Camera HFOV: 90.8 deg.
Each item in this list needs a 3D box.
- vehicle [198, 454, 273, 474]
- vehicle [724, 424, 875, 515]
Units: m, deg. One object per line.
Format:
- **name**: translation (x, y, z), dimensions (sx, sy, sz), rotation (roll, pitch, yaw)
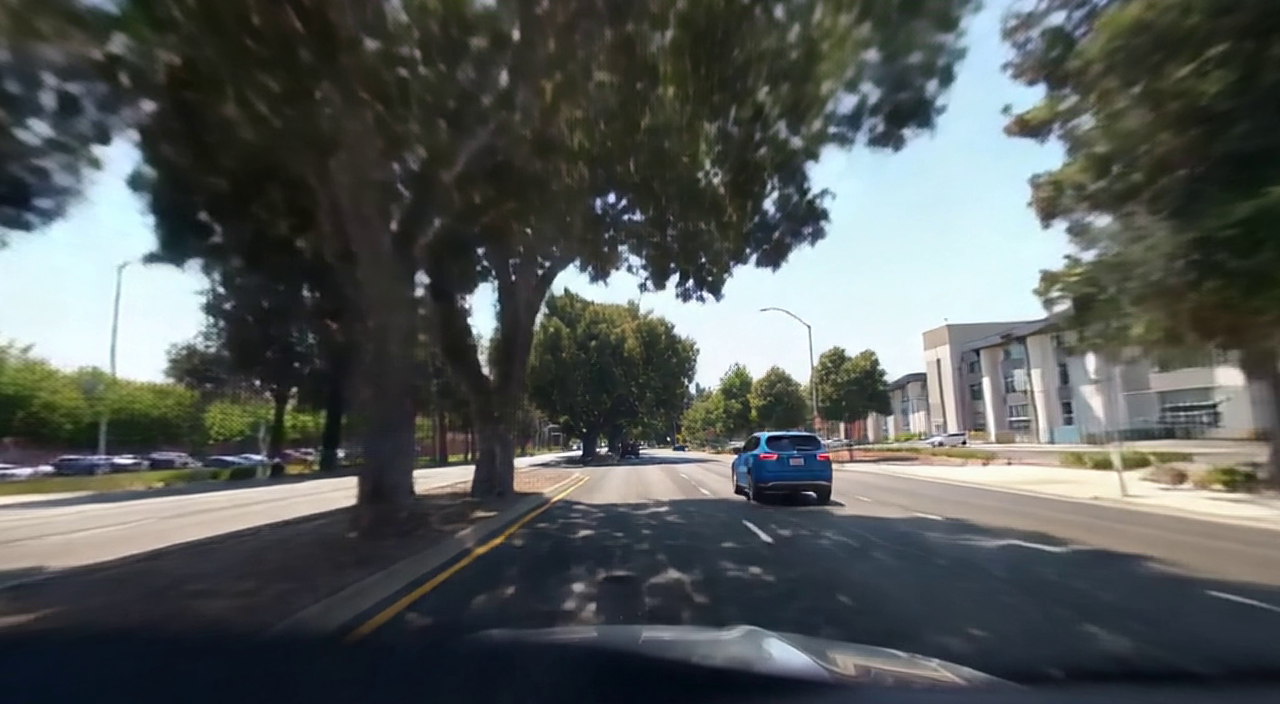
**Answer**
- **vehicle**: translation (-31.023, 8.591, 48.546), dimensions (4.415, 1.418, 1.961), rotation (0, -8, -1)
- **vehicle**: translation (3.233, 2.476, 13.813), dimensions (2.060, 1.665, 4.284), rotation (0, -8, -2)
